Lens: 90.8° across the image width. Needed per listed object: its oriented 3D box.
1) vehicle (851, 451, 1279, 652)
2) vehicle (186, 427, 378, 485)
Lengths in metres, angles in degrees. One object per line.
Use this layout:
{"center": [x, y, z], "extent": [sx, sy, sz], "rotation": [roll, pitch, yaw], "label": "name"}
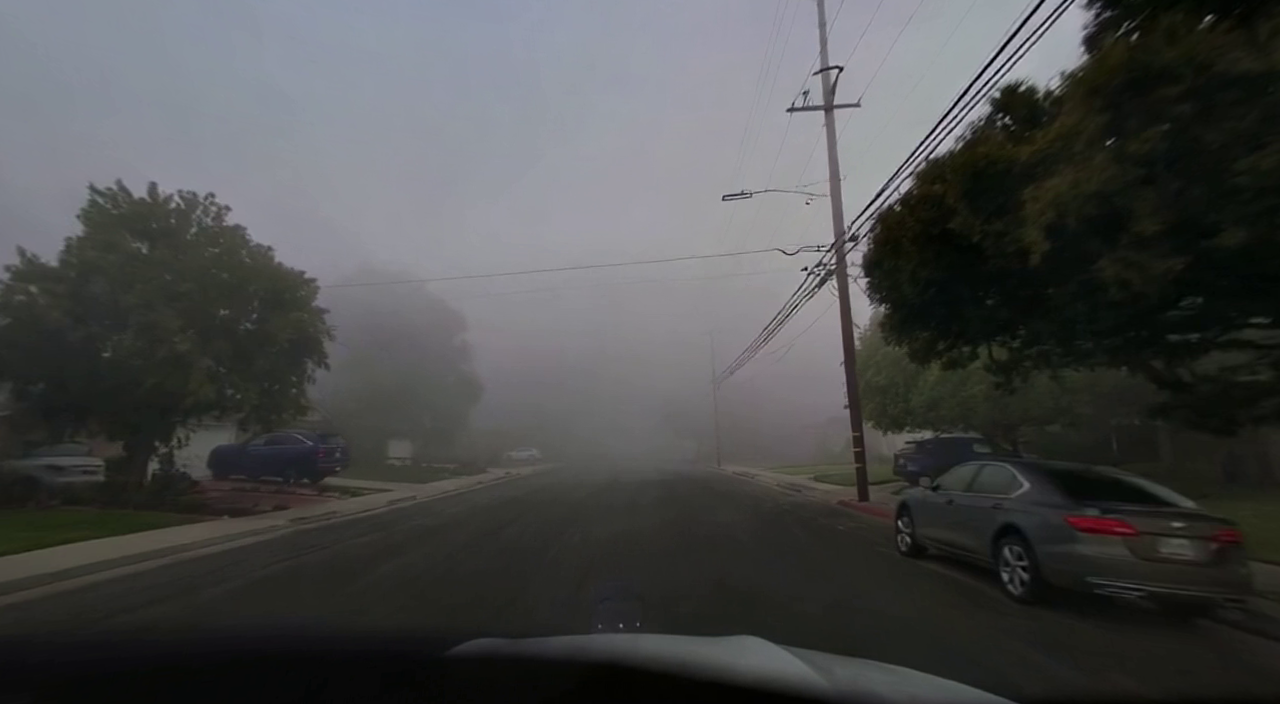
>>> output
{"center": [4.215, 1.827, 6.943], "extent": [2.055, 1.402, 4.559], "rotation": [1, -9, -2], "label": "vehicle"}
{"center": [-12.334, 3.624, 22.142], "extent": [5.186, 1.842, 2.465], "rotation": [0, -9, -1], "label": "vehicle"}
